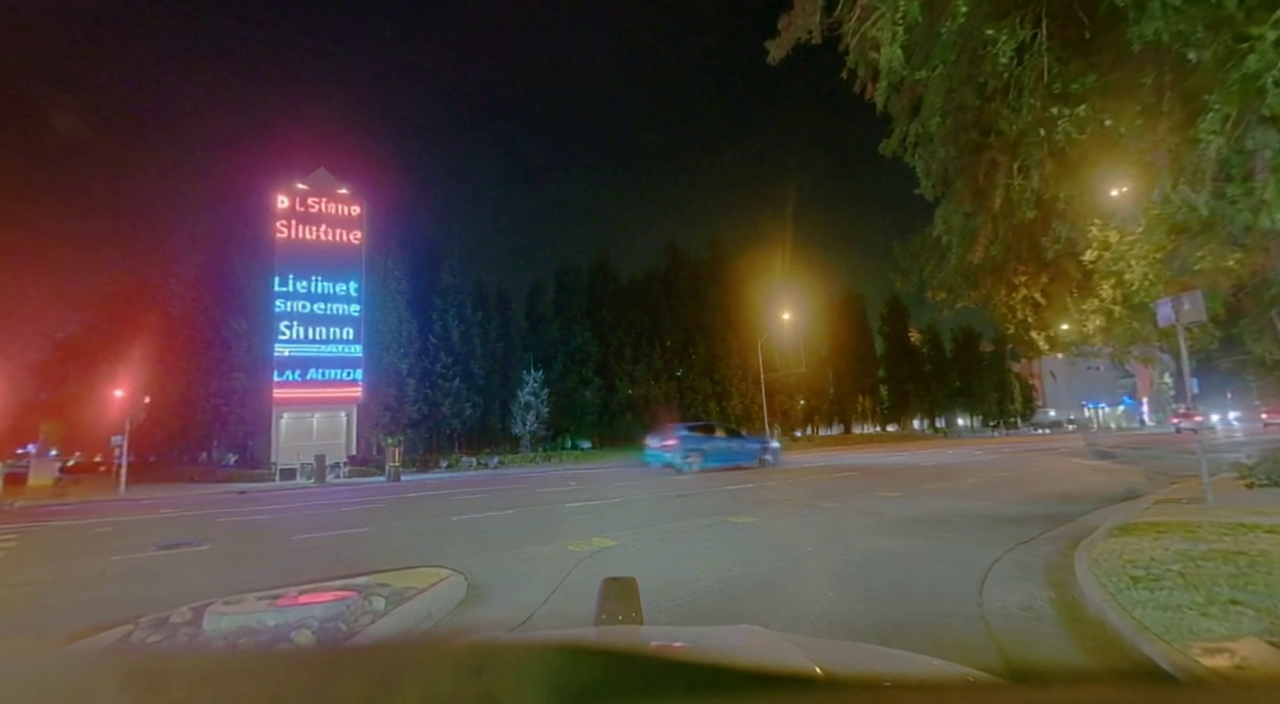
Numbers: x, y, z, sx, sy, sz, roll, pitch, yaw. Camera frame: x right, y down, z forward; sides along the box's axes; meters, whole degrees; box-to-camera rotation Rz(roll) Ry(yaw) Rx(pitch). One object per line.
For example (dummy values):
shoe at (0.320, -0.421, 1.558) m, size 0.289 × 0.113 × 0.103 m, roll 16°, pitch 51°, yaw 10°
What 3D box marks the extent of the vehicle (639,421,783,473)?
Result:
vehicle at (2.309, 3.021, 20.146) m, size 4.442 × 1.458 × 1.902 m, roll 6°, pitch -11°, yaw -36°
